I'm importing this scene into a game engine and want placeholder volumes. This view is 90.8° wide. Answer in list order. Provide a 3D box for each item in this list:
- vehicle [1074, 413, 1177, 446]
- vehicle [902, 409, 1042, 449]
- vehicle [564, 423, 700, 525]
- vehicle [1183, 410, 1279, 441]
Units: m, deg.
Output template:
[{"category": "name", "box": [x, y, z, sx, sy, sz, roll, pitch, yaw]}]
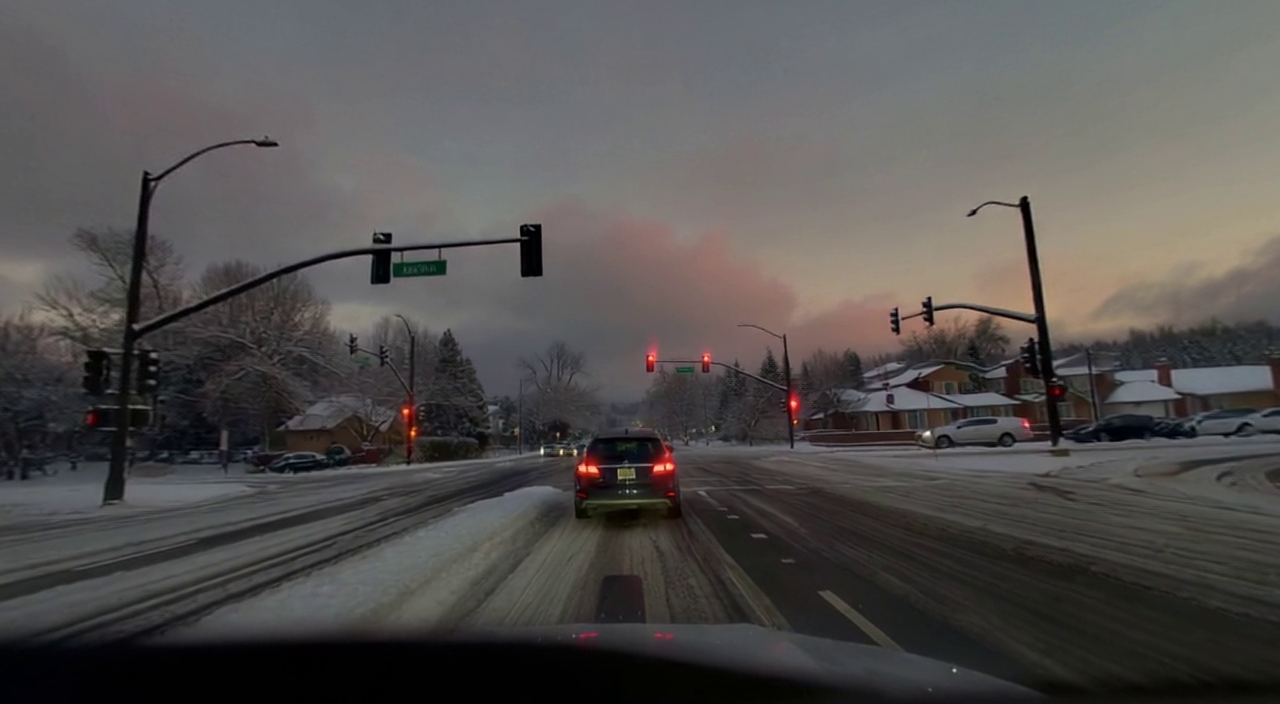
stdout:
[{"category": "vehicle", "box": [28.671, 4.593, 37.402, 4.557, 1.899, 1.996, 1, -8, -5]}, {"category": "vehicle", "box": [17.881, 4.201, 34.355, 6.025, 2.000, 2.876, 1, -7, -2]}, {"category": "vehicle", "box": [0.042, 2.180, 11.953, 2.074, 1.570, 3.647, 0, -8, 7]}, {"category": "vehicle", "box": [35.932, 4.421, 37.984, 4.735, 1.784, 2.094, 1, -7, -3]}]
